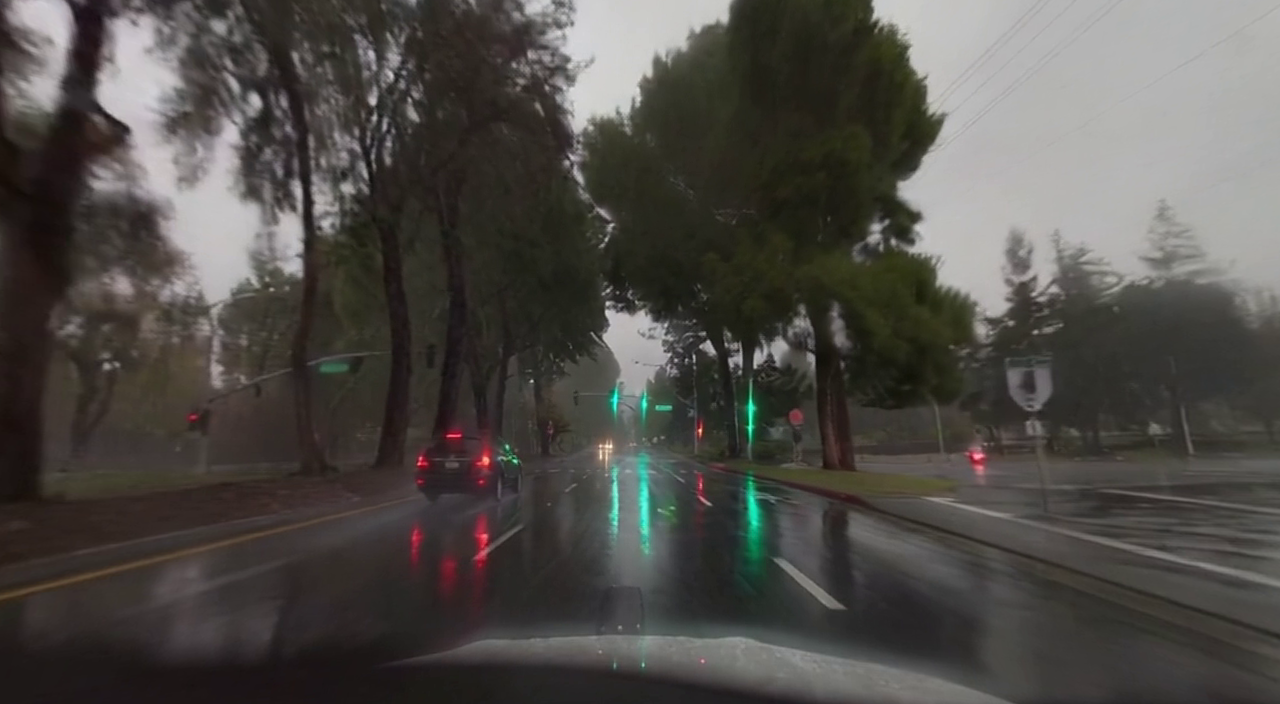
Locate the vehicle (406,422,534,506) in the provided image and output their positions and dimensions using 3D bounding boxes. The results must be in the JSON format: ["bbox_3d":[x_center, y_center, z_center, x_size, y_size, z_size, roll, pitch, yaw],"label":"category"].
[{"bbox_3d":[-3.957,2.673,15.467,2.018,1.769,3.897,0,-8,0],"label":"vehicle"}]
